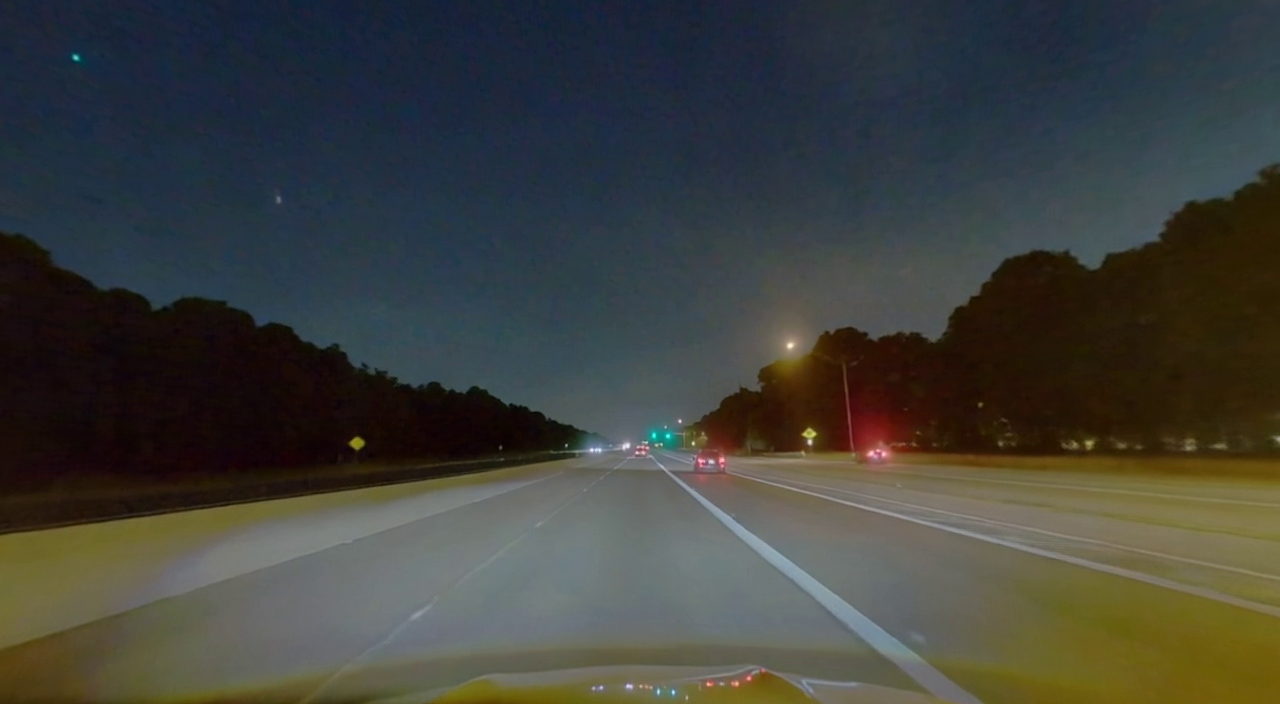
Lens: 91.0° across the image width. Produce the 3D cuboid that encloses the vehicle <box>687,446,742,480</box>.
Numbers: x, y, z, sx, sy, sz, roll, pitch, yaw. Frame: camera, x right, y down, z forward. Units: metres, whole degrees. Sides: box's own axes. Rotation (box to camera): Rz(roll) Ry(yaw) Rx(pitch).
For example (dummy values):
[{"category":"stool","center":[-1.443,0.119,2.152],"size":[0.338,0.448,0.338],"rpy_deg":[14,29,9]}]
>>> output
[{"category":"vehicle","center":[3.606,5.461,31.284],"size":[2.115,1.522,4.330],"rpy_deg":[0,-9,-1]}]
